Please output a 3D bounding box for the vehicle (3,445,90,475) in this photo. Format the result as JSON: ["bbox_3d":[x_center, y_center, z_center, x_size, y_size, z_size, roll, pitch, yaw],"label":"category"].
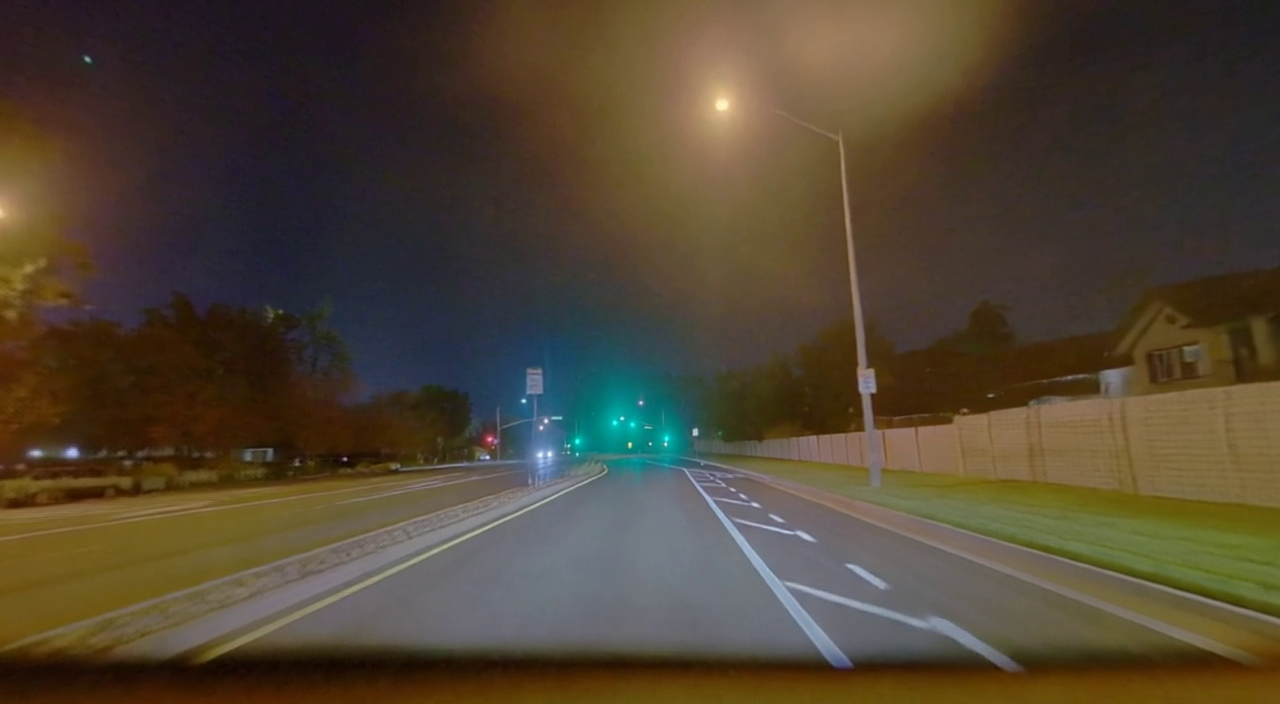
[{"bbox_3d":[-39.881,7.233,42.453,1.948,1.790,3.851,0,-6,4],"label":"vehicle"}]

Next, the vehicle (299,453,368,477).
[{"bbox_3d":[-21.325,7.840,44.099,1.919,1.497,5.140,-1,-8,4],"label":"vehicle"}]

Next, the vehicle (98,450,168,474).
[{"bbox_3d":[-34.867,7.554,43.465,1.755,1.572,3.610,0,-8,1],"label":"vehicle"}]
